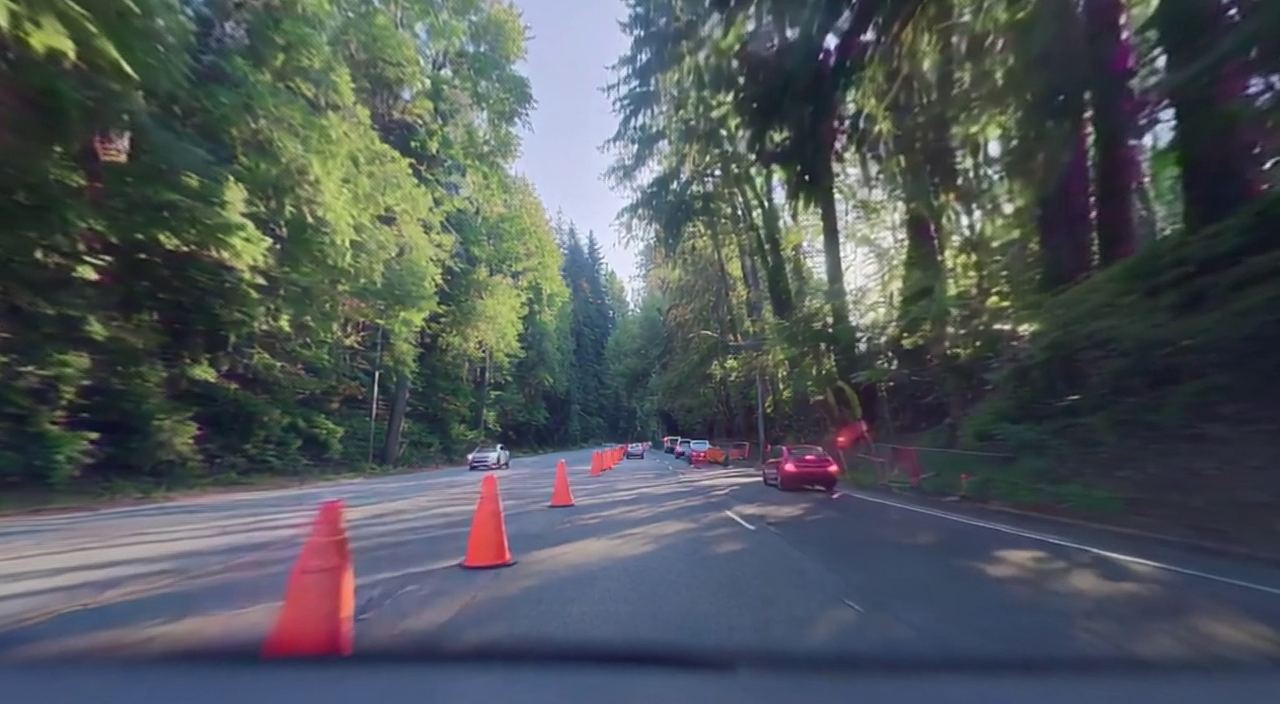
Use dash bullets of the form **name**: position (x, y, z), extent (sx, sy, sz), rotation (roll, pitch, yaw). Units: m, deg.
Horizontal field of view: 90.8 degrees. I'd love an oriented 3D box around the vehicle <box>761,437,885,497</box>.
- **vehicle**: position (5.662, 3.638, 20.555), extent (2.324, 1.655, 5.738), rotation (0, -8, 0)
